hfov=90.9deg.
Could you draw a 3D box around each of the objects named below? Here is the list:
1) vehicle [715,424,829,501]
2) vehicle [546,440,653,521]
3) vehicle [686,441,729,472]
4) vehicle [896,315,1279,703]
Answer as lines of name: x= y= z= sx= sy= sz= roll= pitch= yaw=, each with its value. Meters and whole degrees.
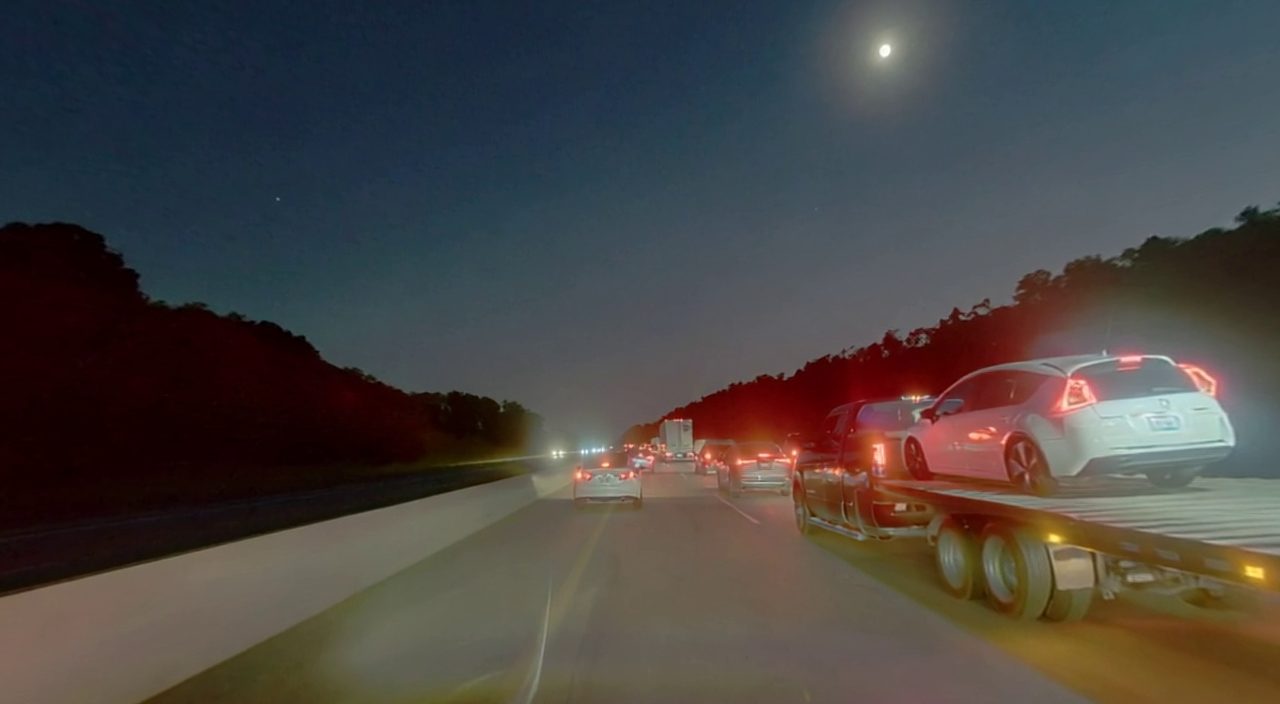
vehicle: x=3.534 y=3.078 z=17.749 sx=2.303 sy=1.889 sz=3.920 roll=0 pitch=-9 yaw=-1
vehicle: x=-0.738 y=2.684 z=13.588 sx=1.991 sy=1.466 sz=3.675 roll=0 pitch=-9 yaw=0
vehicle: x=3.795 y=5.996 z=36.187 sx=1.938 sy=1.660 sz=4.223 roll=0 pitch=-9 yaw=-1
vehicle: x=3.457 y=0.963 z=3.751 sx=1.959 sy=1.783 sz=4.407 roll=0 pitch=-9 yaw=0
